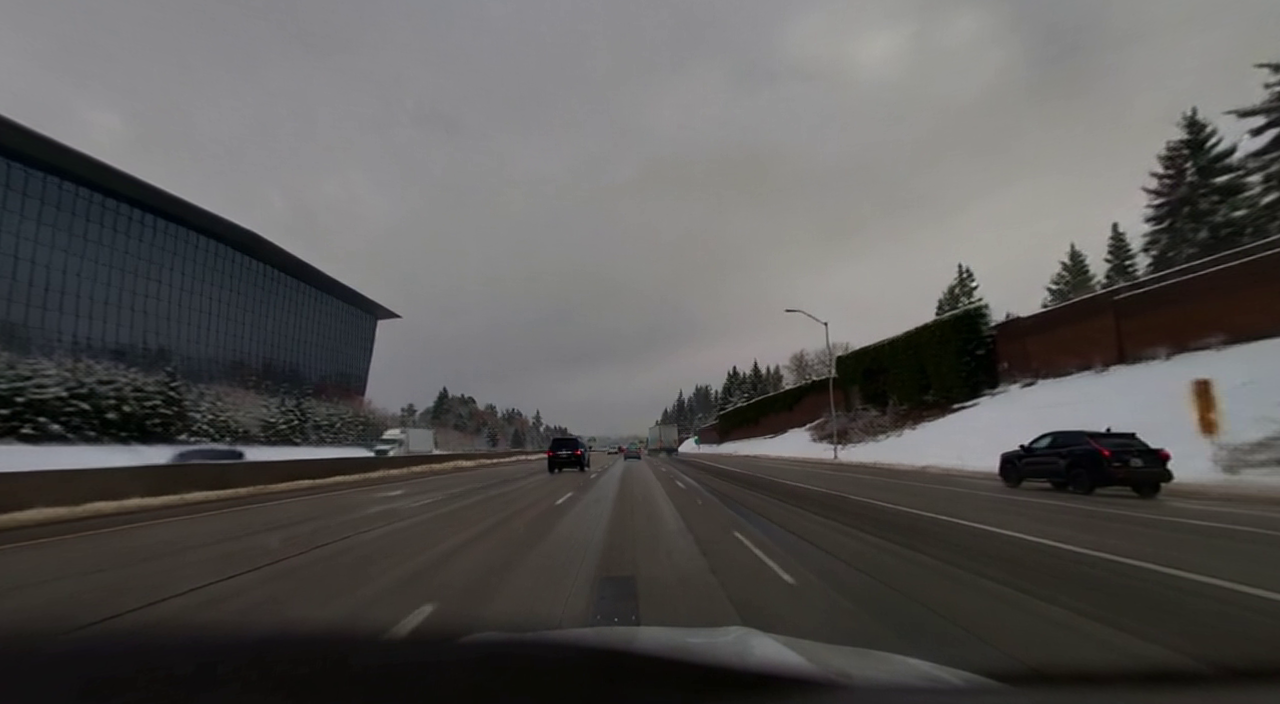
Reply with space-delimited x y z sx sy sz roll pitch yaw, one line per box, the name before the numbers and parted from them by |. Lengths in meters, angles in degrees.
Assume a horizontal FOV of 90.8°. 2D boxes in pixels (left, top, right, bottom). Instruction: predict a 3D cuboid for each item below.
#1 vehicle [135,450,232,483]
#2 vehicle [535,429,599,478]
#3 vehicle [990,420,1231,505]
vehicle | -20.266 5.062 28.214 1.645 1.381 3.550 0 -9 0
vehicle | -3.220 4.665 29.242 2.284 2.022 5.752 0 -9 0
vehicle | 11.439 2.741 16.023 2.089 1.787 5.080 0 -9 -1
